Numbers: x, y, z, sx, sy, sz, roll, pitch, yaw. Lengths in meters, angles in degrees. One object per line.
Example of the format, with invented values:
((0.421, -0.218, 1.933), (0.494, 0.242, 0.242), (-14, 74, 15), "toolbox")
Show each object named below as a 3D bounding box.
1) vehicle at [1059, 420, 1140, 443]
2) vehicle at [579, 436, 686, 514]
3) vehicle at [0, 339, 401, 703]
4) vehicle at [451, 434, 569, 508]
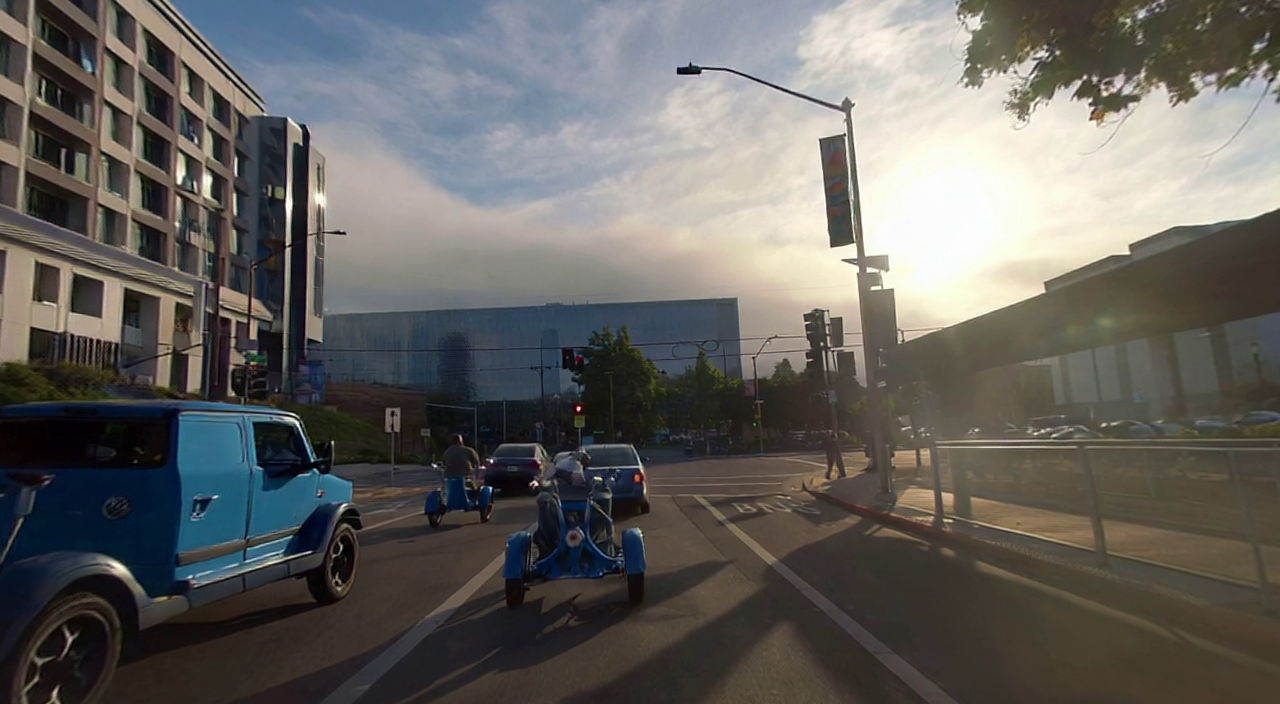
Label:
((30.725, 5.359, 42.047), (1.751, 1.420, 4.027), (8, -12, -43), "vehicle")
((-0.080, 2.647, 14.032), (2.025, 1.458, 4.085), (-1, -8, 2), "vehicle")
((-3.612, 1.150, 4.503), (2.000, 1.809, 4.405), (0, -8, 1), "vehicle")
((-3.116, 2.950, 16.002), (1.935, 1.615, 4.073), (-1, -8, 3), "vehicle")
